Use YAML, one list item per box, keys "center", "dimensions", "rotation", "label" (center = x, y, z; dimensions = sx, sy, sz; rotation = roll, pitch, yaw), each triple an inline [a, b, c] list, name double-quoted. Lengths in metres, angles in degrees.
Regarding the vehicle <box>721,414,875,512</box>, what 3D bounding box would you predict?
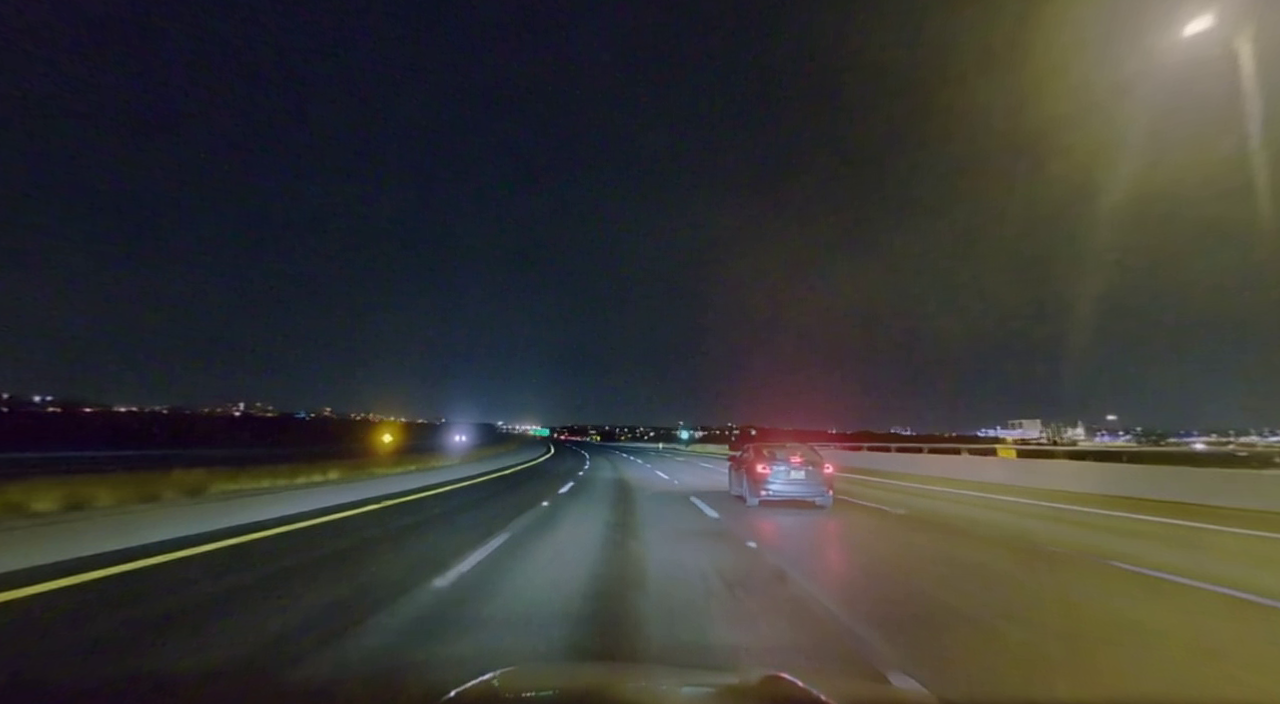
- center: [3.090, 2.289, 13.383]
  dimensions: [2.059, 1.715, 4.192]
  rotation: [0, -8, -2]
  label: "vehicle"
